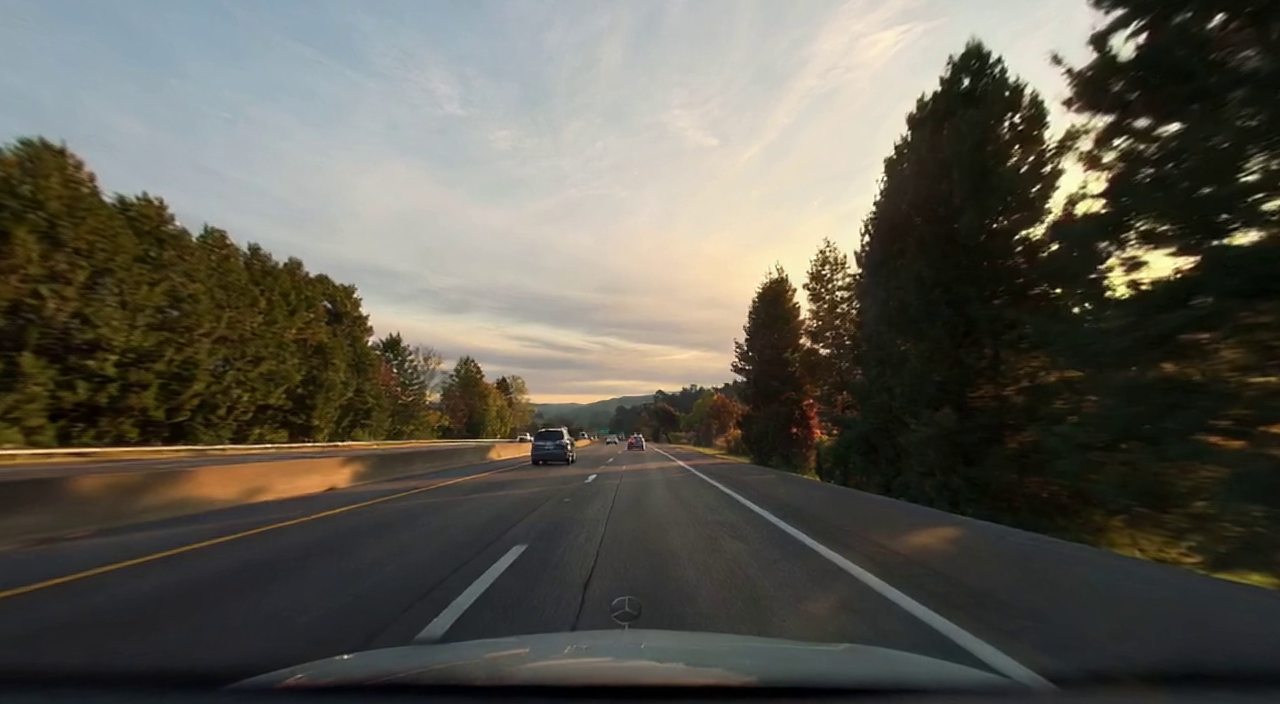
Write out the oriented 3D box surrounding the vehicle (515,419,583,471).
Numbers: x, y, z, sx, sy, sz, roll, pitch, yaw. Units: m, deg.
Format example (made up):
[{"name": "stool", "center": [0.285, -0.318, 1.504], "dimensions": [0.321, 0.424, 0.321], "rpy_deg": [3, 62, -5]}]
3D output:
[{"name": "vehicle", "center": [-3.826, 4.008, 27.313], "dimensions": [2.241, 2.034, 4.890], "rpy_deg": [0, -8, 0]}]
